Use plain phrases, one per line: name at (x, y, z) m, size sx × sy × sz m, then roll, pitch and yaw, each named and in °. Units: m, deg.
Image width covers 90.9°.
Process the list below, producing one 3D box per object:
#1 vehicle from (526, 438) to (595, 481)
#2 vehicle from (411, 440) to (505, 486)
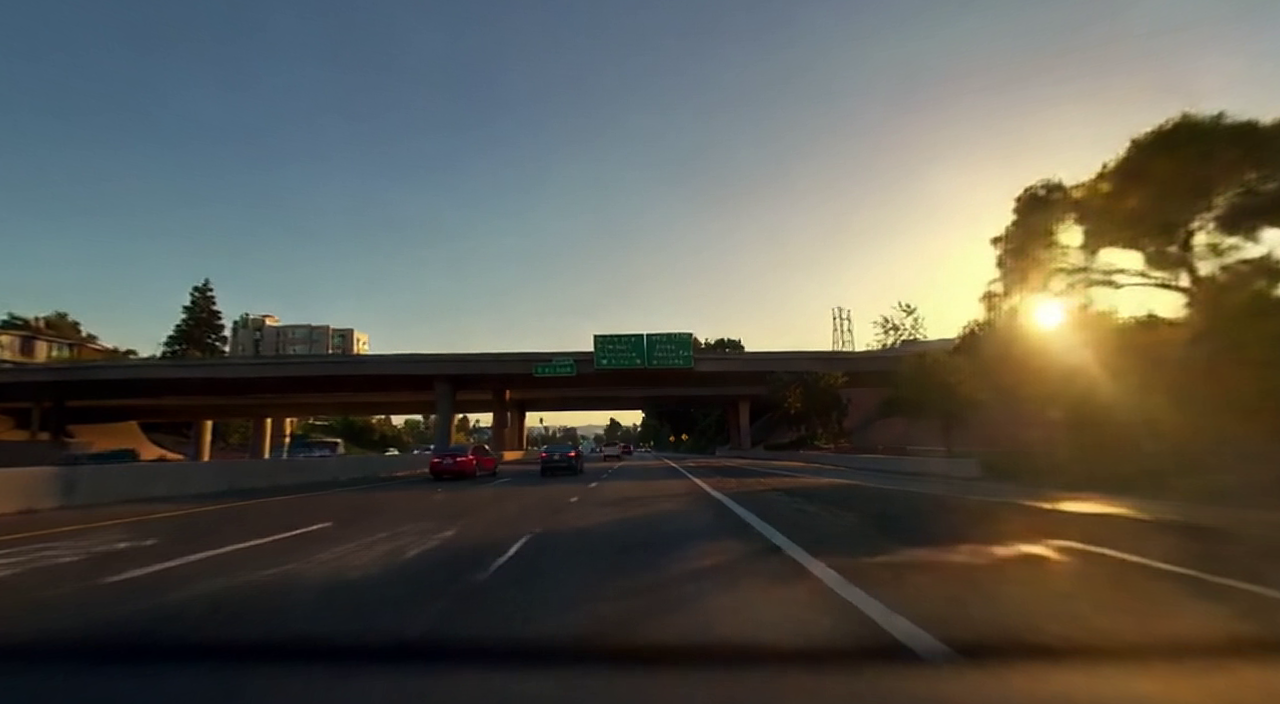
vehicle at (-3.223, 4.484, 26.613) m, size 2.210 × 1.628 × 4.586 m, roll -1°, pitch -9°, yaw 2°
vehicle at (-6.776, 4.181, 24.135) m, size 2.069 × 1.551 × 4.830 m, roll 0°, pitch -9°, yaw 1°
